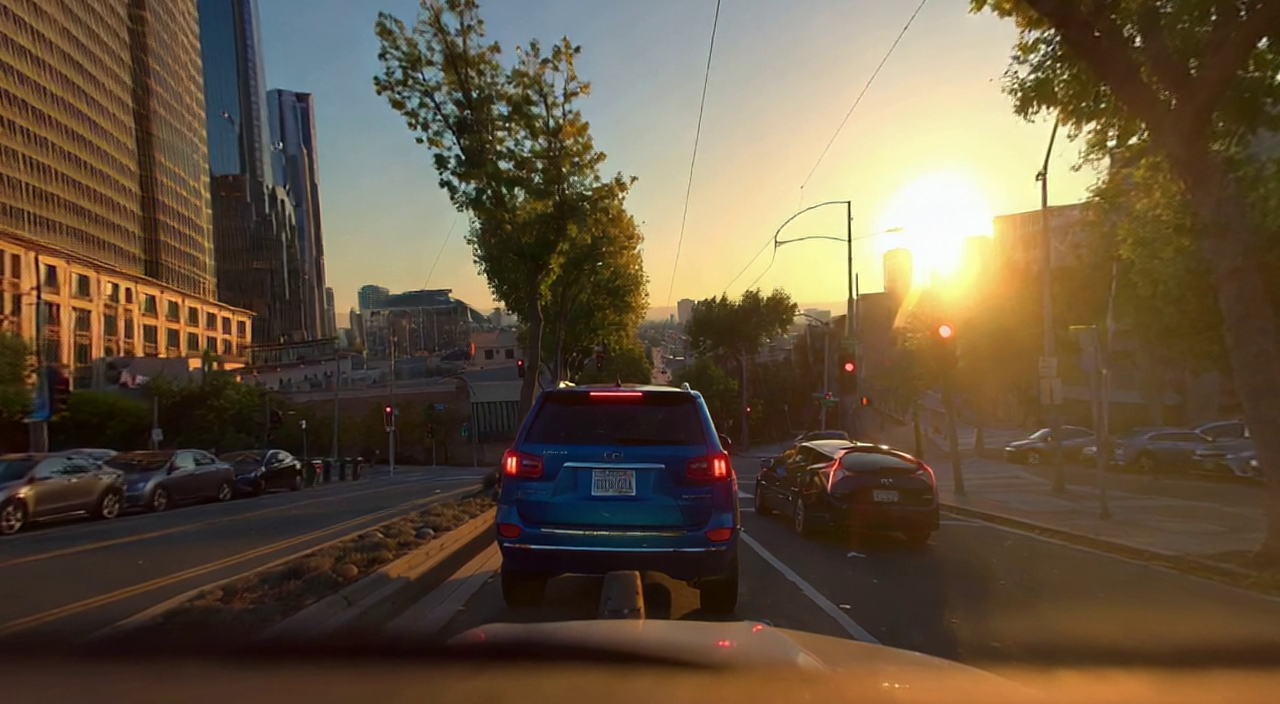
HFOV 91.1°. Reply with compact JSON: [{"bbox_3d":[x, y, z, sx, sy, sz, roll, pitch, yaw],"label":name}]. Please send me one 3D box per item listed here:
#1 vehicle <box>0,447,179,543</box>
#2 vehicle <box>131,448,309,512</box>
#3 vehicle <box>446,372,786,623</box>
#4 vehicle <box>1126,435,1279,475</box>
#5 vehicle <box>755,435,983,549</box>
[{"bbox_3d":[-12.547,2.909,13.452,1.891,1.723,4.360,0,-8,1],"label":"vehicle"},{"bbox_3d":[-12.465,3.778,19.124,2.207,1.648,4.675,0,-8,-1],"label":"vehicle"},{"bbox_3d":[-0.164,1.362,6.781,2.453,1.816,4.300,0,-8,0],"label":"vehicle"},{"bbox_3d":[22.163,4.050,24.964,4.055,1.469,1.848,-4,-9,26],"label":"vehicle"},{"bbox_3d":[3.293,2.084,10.079,2.056,1.422,4.130,0,-8,-1],"label":"vehicle"}]
